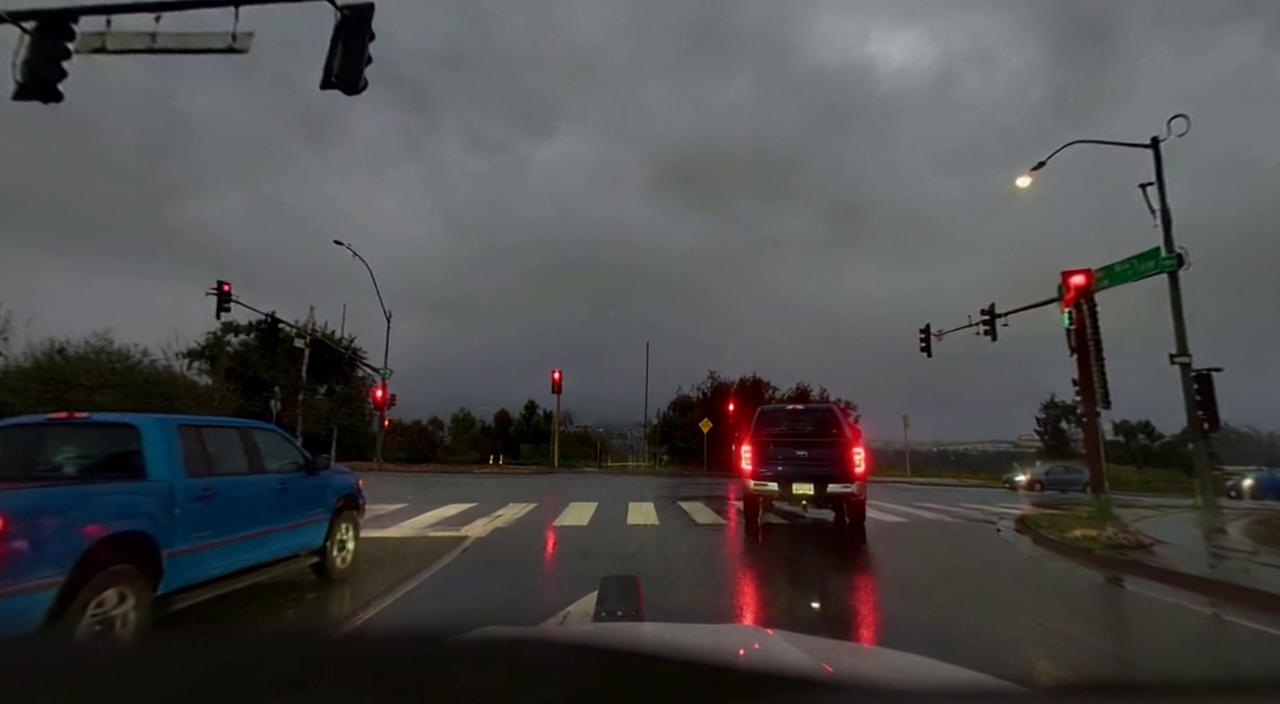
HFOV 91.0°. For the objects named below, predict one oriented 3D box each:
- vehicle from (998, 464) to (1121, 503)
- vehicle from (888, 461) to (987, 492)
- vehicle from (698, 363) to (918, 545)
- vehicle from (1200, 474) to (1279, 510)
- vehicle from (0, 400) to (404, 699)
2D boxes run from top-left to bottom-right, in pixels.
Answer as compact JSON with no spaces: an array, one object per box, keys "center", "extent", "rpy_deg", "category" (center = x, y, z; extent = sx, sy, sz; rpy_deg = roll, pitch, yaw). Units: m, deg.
[{"center":[19.907,6.260,30.058],"extent":[4.356,1.498,1.957],"rpy_deg":[-4,-9,3],"category":"vehicle"},{"center":[16.438,6.901,34.978],"extent":[4.537,1.608,1.827],"rpy_deg":[0,-9,1],"category":"vehicle"},{"center":[2.834,1.818,11.576],"extent":[2.851,2.400,5.978],"rpy_deg":[-2,-9,11],"category":"vehicle"},{"center":[29.334,6.561,29.563],"extent":[4.322,1.522,1.795],"rpy_deg":[0,-9,0],"category":"vehicle"},{"center":[-3.901,1.337,5.502],"extent":[1.913,1.491,4.547],"rpy_deg":[0,-9,0],"category":"vehicle"}]
